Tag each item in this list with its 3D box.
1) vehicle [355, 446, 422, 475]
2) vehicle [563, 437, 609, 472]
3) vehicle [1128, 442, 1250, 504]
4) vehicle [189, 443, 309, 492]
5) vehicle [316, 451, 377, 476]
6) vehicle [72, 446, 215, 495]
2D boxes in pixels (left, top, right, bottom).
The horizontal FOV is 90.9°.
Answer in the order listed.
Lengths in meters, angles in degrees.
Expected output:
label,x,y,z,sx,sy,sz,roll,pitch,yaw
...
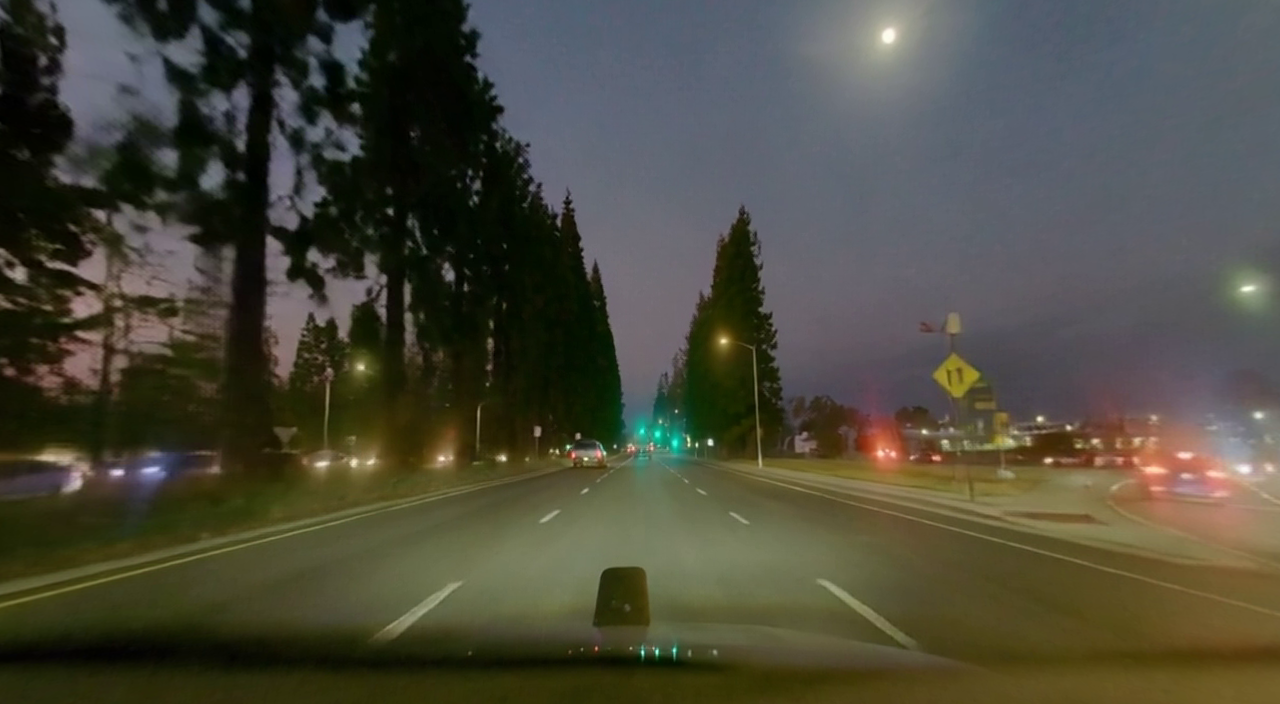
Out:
label,x,y,z,sx,sy,sz,roll,pitch,yaw
vehicle,-16.543,7.136,41.723,2.225,1.719,4.915,-1,-9,2
vehicle,-3.158,6.197,38.156,2.255,1.940,4.822,0,-9,1
vehicle,17.738,3.864,20.654,2.280,1.757,4.572,-6,-10,33
vehicle,-16.003,4.710,26.166,2.182,1.790,4.713,0,-9,-4
vehicle,-19.771,7.534,42.711,1.880,1.543,4.487,-1,-9,1
vehicle,-20.094,4.816,25.841,2.036,1.770,4.623,1,-10,0
